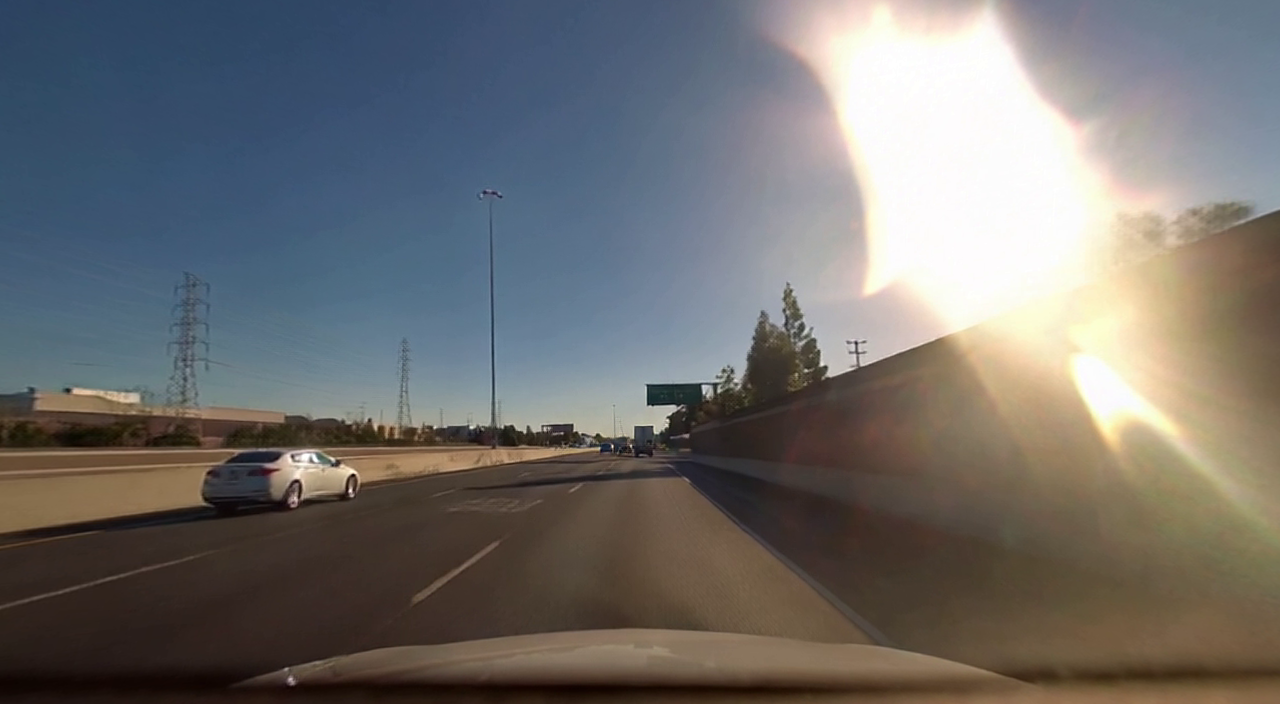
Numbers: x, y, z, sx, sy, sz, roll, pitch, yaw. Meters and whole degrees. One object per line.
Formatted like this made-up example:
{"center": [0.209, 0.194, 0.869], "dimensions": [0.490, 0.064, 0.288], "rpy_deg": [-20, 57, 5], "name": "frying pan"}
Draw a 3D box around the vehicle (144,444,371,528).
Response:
{"center": [-7.751, 2.709, 13.459], "dimensions": [1.979, 1.470, 4.485], "rpy_deg": [0, -8, 1], "name": "vehicle"}
